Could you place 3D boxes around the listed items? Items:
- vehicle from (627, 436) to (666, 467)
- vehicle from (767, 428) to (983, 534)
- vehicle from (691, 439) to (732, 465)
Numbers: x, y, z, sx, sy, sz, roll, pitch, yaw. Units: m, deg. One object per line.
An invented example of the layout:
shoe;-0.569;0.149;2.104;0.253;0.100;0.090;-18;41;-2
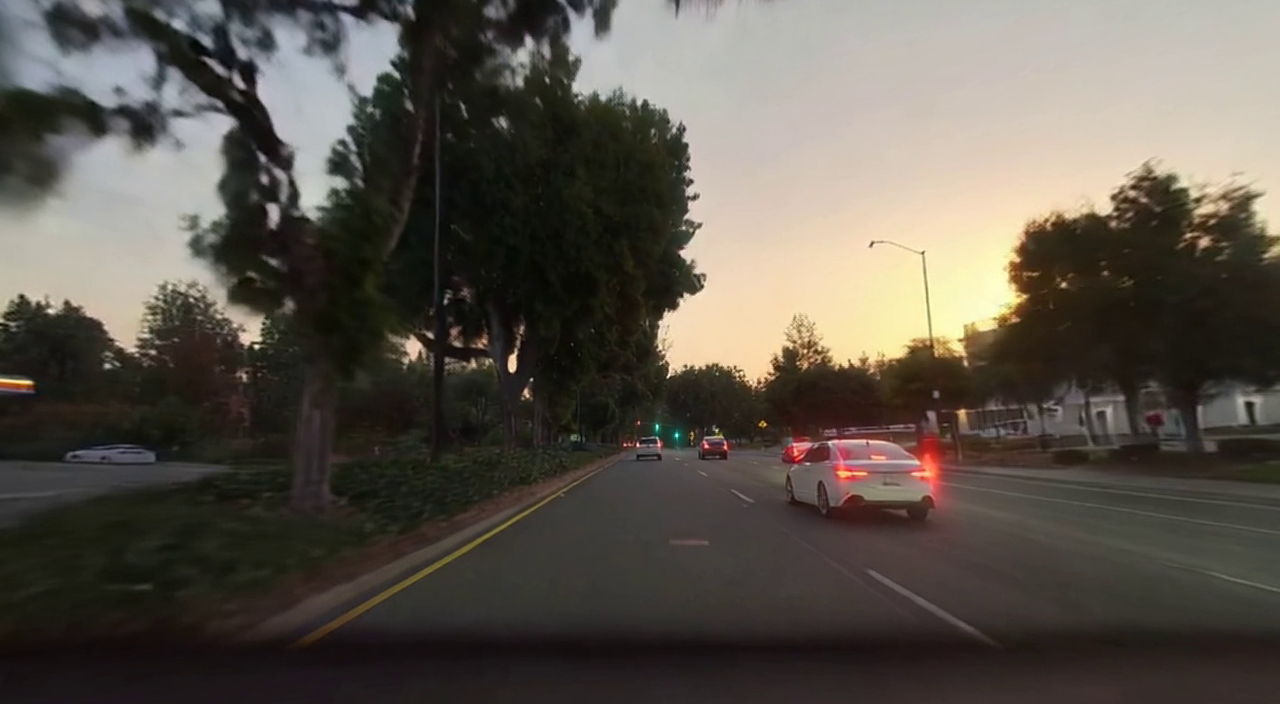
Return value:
vehicle;0.415;5.871;37.105;2.172;1.694;4.055;0;-8;1
vehicle;3.870;2.222;11.466;2.119;1.509;4.756;0;-8;0
vehicle;4.371;6.207;38.960;1.980;1.515;4.362;0;-8;0
